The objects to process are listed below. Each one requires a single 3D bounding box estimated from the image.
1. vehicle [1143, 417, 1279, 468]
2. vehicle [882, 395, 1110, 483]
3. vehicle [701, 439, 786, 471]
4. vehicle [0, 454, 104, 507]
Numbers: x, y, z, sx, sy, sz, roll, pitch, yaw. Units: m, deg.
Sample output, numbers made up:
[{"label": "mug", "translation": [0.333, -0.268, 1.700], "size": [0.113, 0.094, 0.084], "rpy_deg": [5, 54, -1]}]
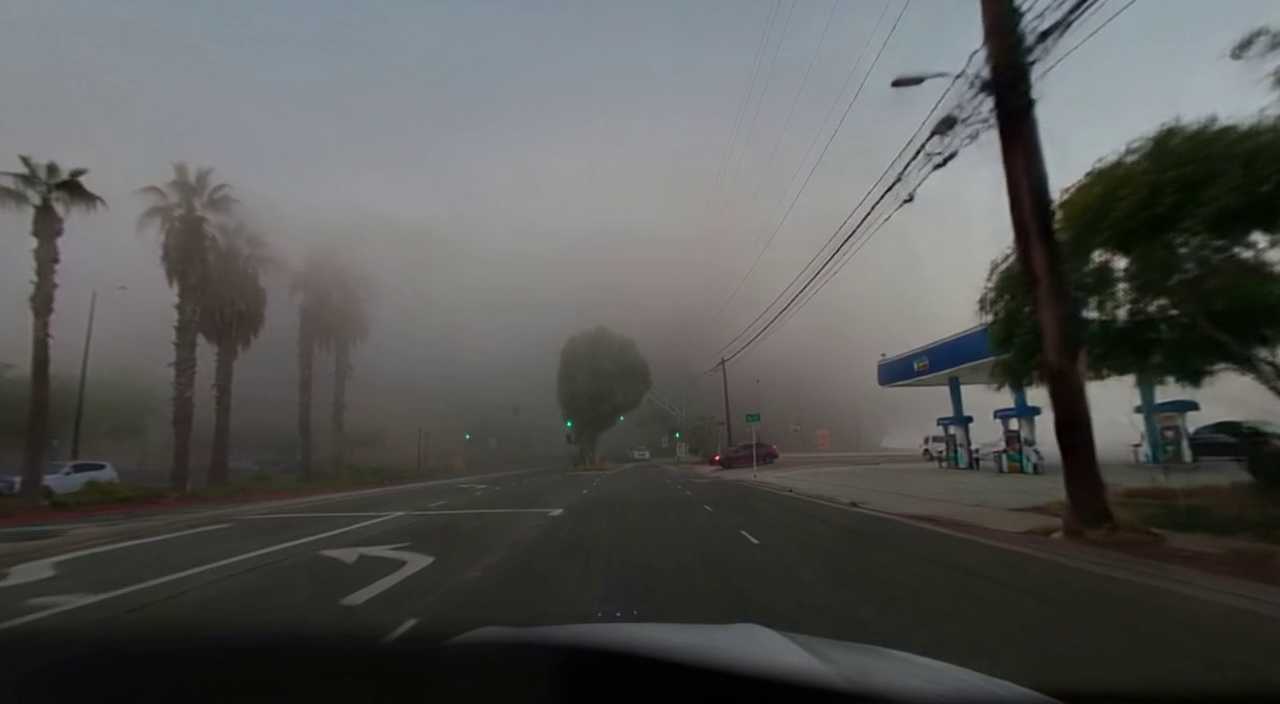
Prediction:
[{"label": "vehicle", "translation": [21.582, 3.328, 23.161], "size": [4.578, 1.756, 2.042], "rpy_deg": [1, -9, -4]}, {"label": "vehicle", "translation": [13.320, 3.550, 25.339], "size": [2.944, 2.783, 10.332], "rpy_deg": [0, -9, -1]}, {"label": "vehicle", "translation": [7.319, 7.206, 44.338], "size": [6.059, 2.082, 2.703], "rpy_deg": [8, -12, -43]}, {"label": "vehicle", "translation": [-25.654, 5.371, 26.204], "size": [5.056, 1.839, 1.957], "rpy_deg": [-3, -6, -2]}]
